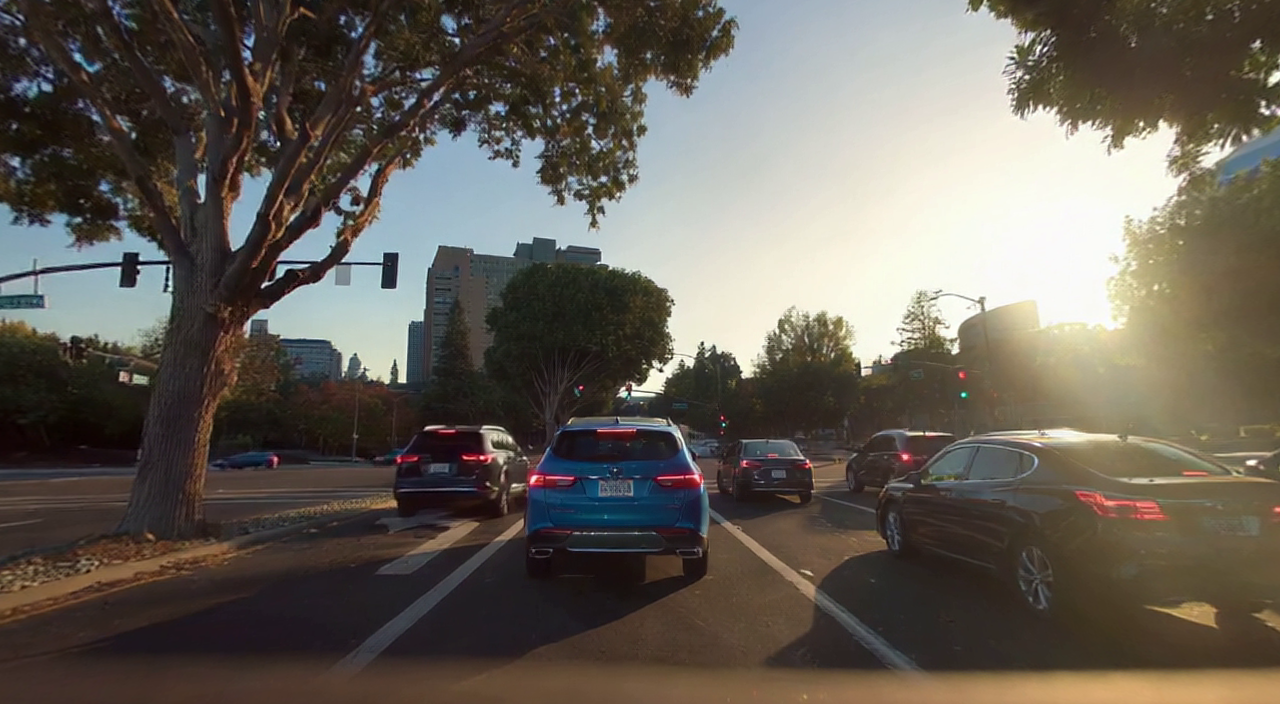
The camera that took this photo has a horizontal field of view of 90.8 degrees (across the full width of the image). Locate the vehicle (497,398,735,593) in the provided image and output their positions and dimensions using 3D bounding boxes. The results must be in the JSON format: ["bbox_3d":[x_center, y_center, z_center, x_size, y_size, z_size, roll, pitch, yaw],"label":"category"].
[{"bbox_3d":[-0.269,1.551,7.619,2.101,1.707,3.904,0,-8,-2],"label":"vehicle"}]

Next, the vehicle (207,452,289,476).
[{"bbox_3d":[-26.150,7.461,42.163,4.369,1.466,1.791,-1,-8,6],"label":"vehicle"}]

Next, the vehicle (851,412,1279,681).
[{"bbox_3d":[3.626,1.392,5.698,1.861,1.478,4.185,0,-8,-2],"label":"vehicle"}]

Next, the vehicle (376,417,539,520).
[{"bbox_3d":[-3.629,2.430,13.724,2.186,1.794,4.972,0,-8,-2],"label":"vehicle"}]

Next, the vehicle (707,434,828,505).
[{"bbox_3d":[2.981,2.853,15.770,1.950,1.506,4.086,0,-8,-3],"label":"vehicle"}]
